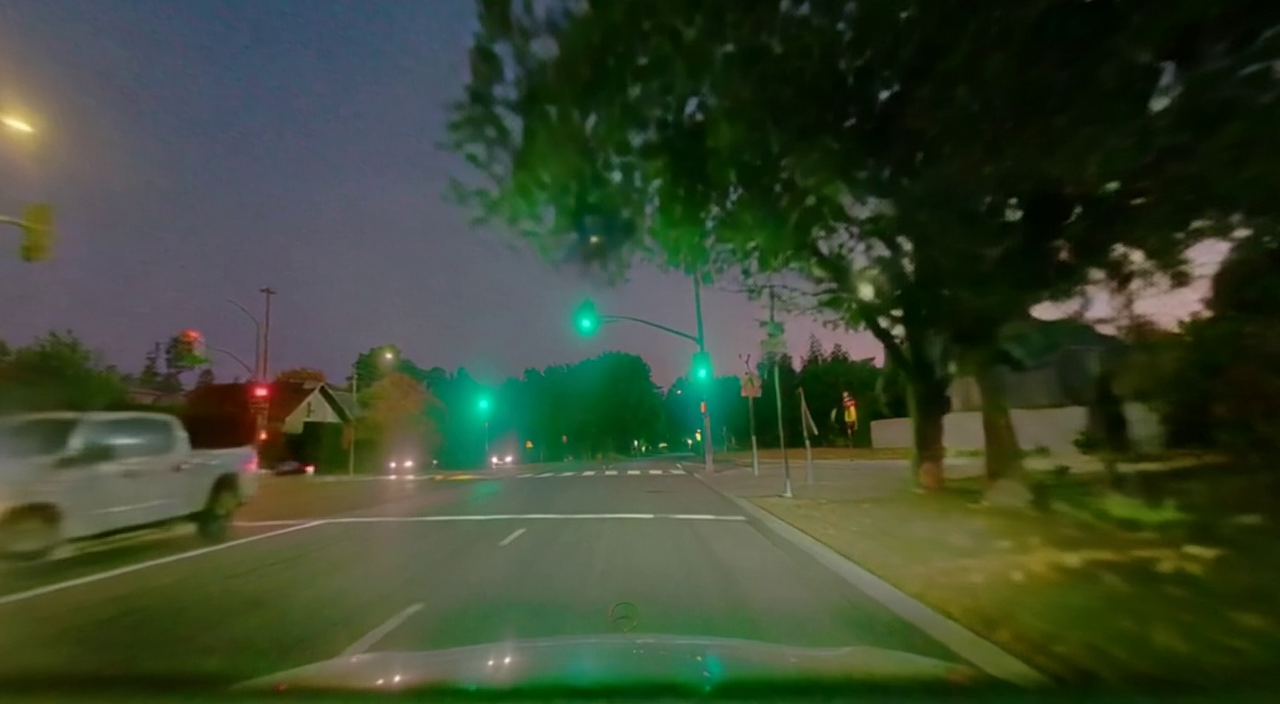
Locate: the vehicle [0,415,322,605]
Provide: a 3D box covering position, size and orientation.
[{"bbox_3d":[-7.092,1.870,8.355,2.308,1.755,6.571,-2,-8,1],"label":"vehicle"}]
